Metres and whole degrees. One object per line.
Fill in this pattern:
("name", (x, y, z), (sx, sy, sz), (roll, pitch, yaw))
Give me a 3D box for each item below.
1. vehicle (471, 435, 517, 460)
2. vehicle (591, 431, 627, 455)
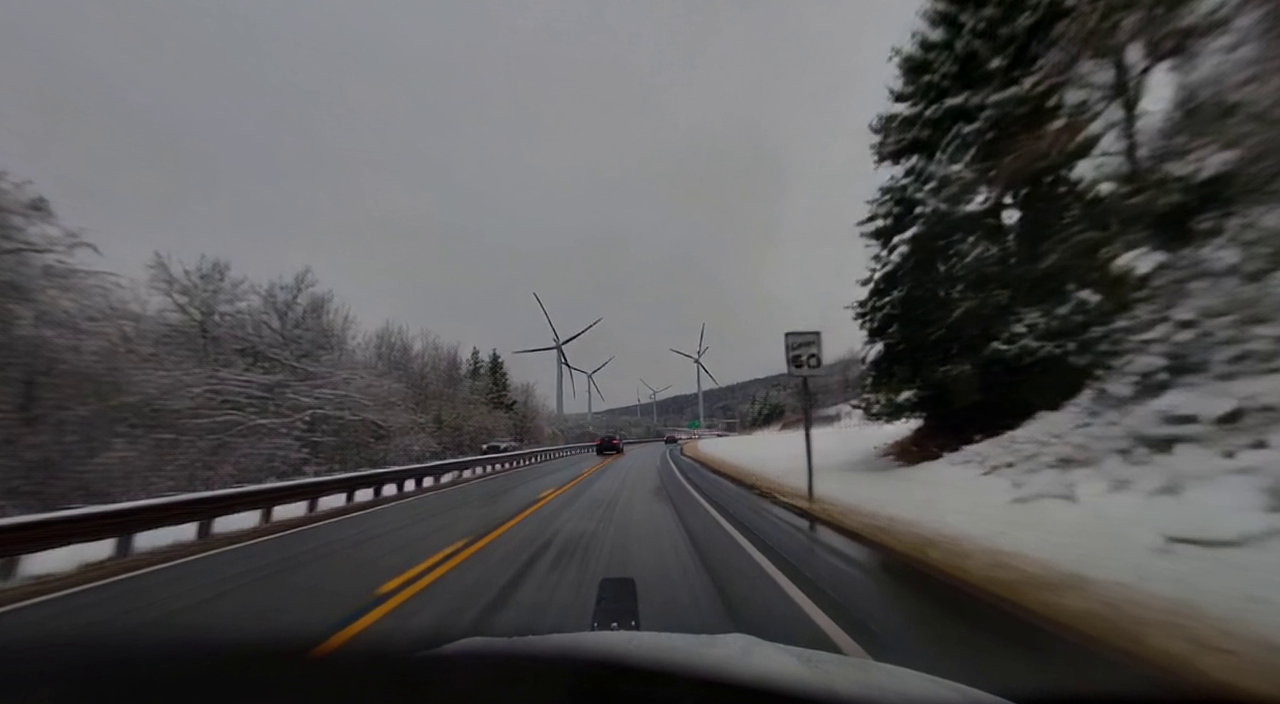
("vehicle", (-9.048, 5.931, 39.372), (1.850, 1.450, 3.951), (0, -8, 2))
("vehicle", (-2.115, 6.403, 44.554), (2.123, 1.629, 4.180), (0, -8, 3))
